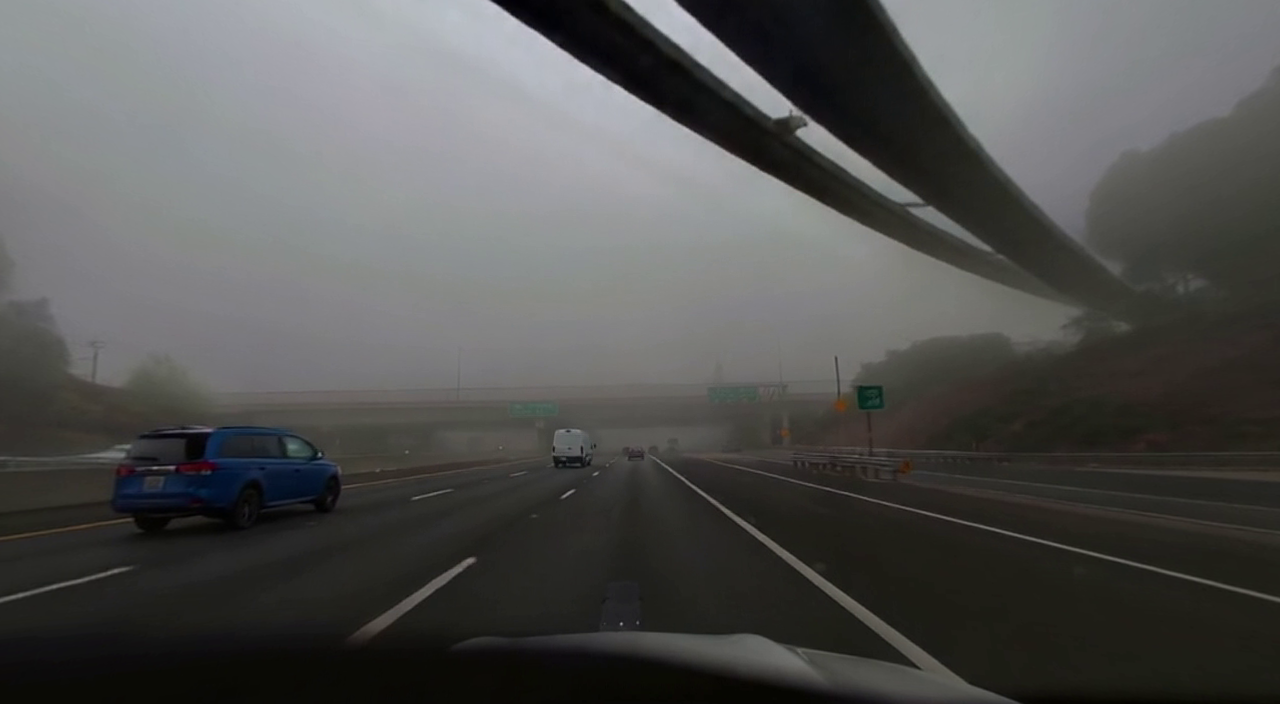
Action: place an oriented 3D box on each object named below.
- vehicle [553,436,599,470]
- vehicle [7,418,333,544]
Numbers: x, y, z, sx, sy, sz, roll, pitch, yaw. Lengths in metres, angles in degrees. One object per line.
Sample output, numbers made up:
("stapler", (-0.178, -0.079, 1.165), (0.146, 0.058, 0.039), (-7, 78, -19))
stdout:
("vehicle", (-3.702, 5.947, 37.348), (2.144, 1.847, 4.850), (0, -8, 1))
("vehicle", (-7.613, 2.121, 11.032), (2.092, 1.712, 4.627), (0, -9, 1))
